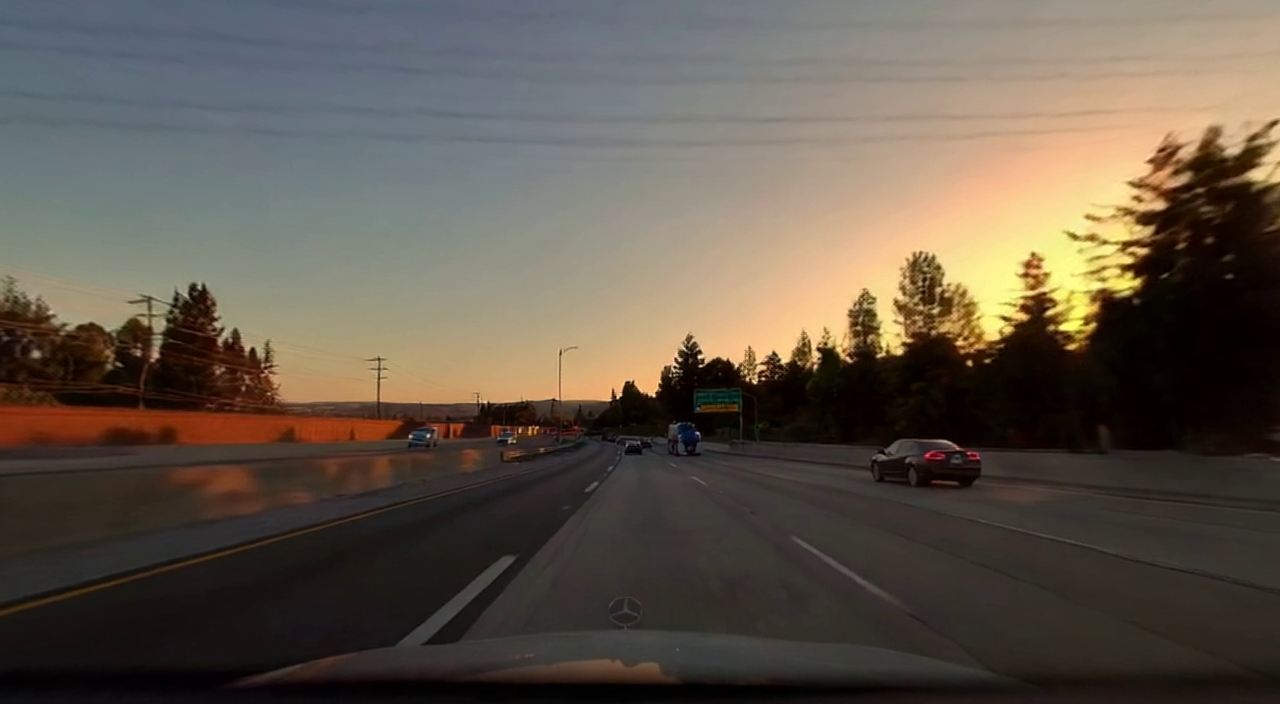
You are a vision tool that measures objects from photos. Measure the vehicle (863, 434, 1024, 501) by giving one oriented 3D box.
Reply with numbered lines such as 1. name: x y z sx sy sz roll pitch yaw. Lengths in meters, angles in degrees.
1. vehicle: 7.727 2.965 16.691 1.905 1.480 4.624 0 -8 -1

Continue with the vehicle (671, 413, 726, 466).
1. vehicle: 3.712 5.847 42.110 2.791 3.179 8.074 0 -8 -1
